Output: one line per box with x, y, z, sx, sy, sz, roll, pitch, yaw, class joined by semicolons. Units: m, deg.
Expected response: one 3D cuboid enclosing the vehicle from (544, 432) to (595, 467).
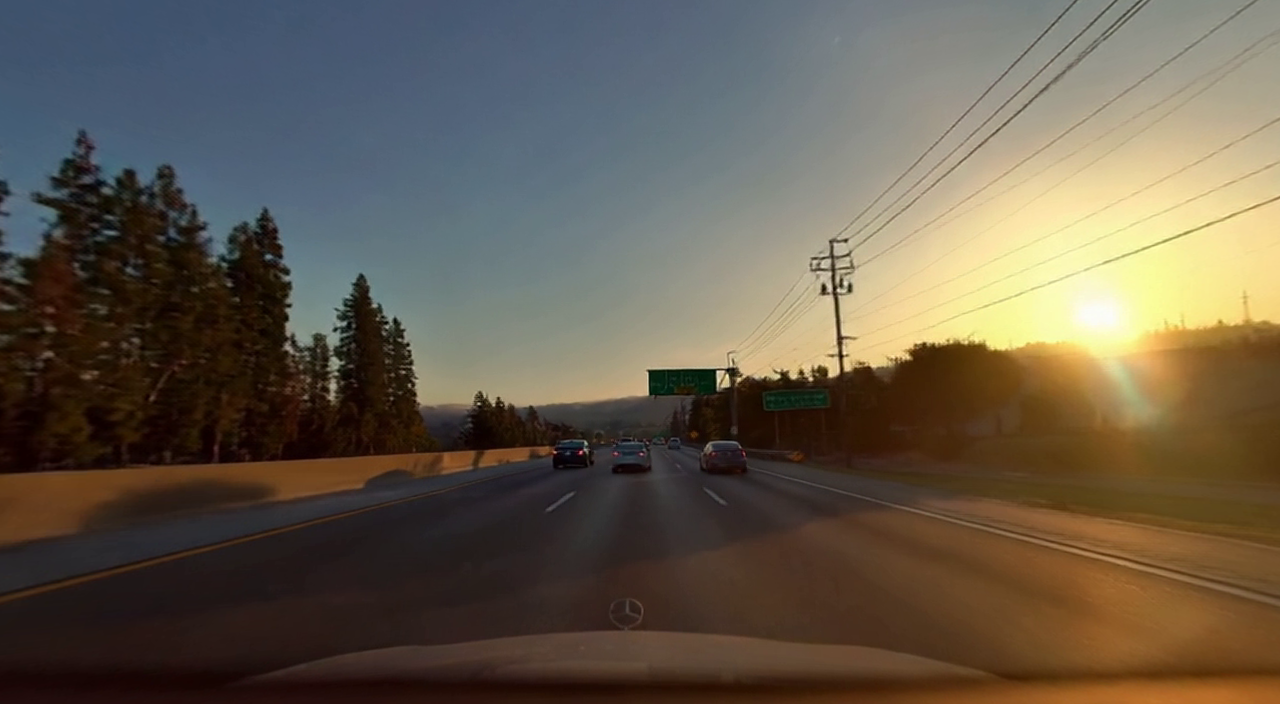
-3.779;5.376;34.839;2.217;1.773;4.553;0;-8;1;vehicle

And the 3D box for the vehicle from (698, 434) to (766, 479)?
3.439;3.983;24.300;1.996;1.579;3.841;0;-8;-1;vehicle

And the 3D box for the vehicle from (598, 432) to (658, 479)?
-0.386;3.913;24.037;2.049;1.620;4.153;0;-8;1;vehicle

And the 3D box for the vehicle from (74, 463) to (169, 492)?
-31.599;7.622;38.604;1.941;1.497;4.519;0;-8;1;vehicle
